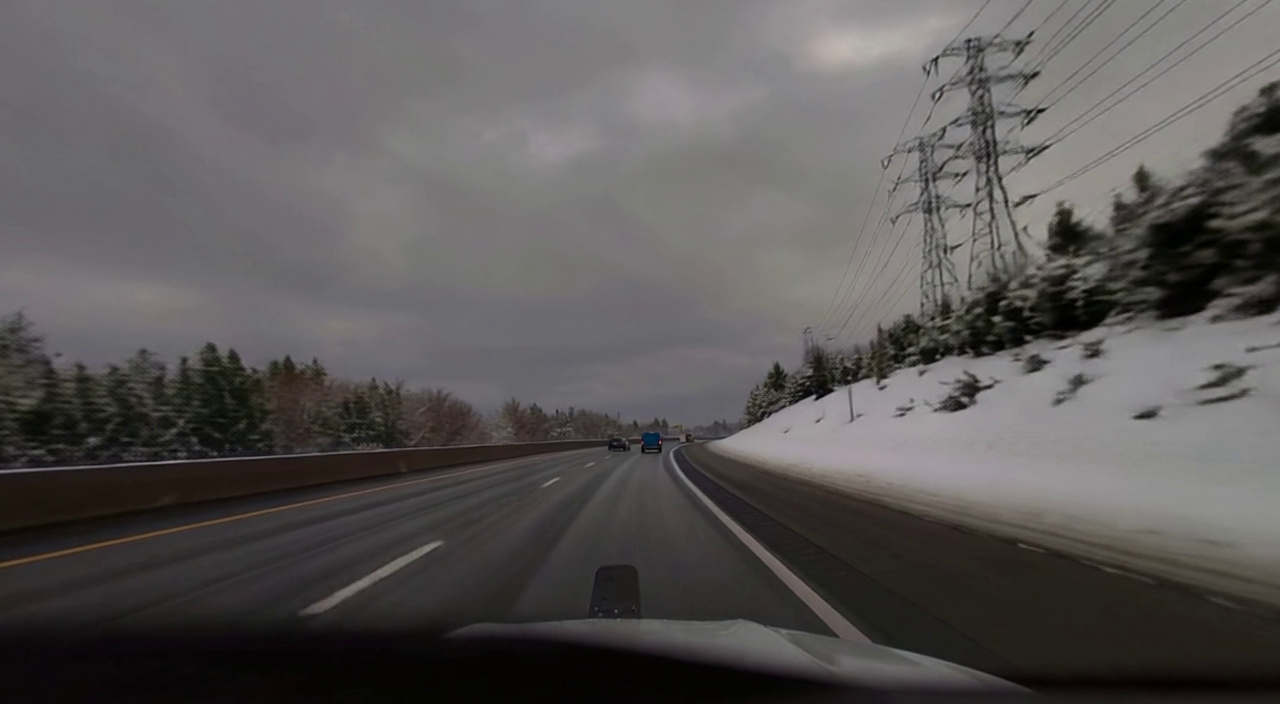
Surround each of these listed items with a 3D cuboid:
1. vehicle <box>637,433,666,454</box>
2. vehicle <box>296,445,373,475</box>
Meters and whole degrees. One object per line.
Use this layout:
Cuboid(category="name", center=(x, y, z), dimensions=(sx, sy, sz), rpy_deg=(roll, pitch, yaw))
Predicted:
Cuboid(category="vehicle", center=(0.905, 6.935, 47.738), dimensions=(2.077, 1.523, 4.206), rpy_deg=(0, -8, 2))
Cuboid(category="vehicle", center=(-16.838, 5.934, 34.897), dimensions=(1.861, 1.506, 4.440), rpy_deg=(0, -8, 2))
